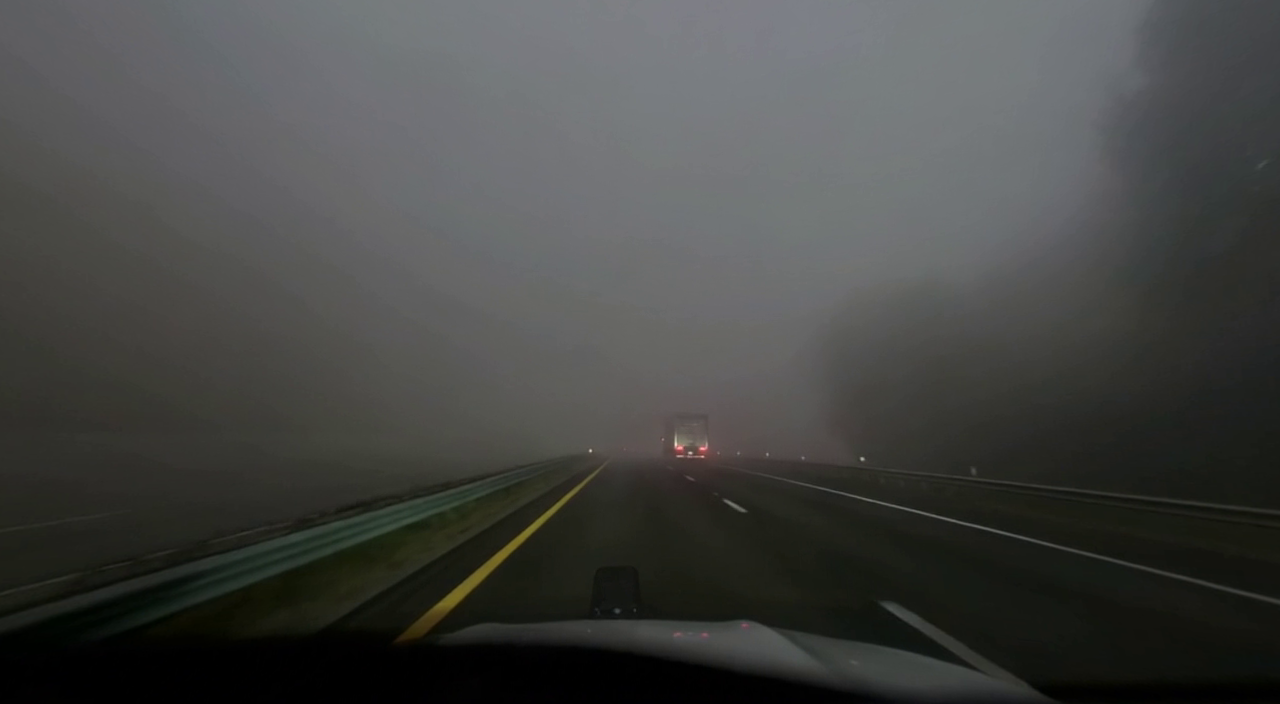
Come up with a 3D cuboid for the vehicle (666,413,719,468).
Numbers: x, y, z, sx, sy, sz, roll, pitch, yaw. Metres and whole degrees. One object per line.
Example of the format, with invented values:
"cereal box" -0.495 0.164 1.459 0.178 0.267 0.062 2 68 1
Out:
"vehicle" 3.247 5.765 40.972 2.702 3.193 7.196 0 -8 -1
